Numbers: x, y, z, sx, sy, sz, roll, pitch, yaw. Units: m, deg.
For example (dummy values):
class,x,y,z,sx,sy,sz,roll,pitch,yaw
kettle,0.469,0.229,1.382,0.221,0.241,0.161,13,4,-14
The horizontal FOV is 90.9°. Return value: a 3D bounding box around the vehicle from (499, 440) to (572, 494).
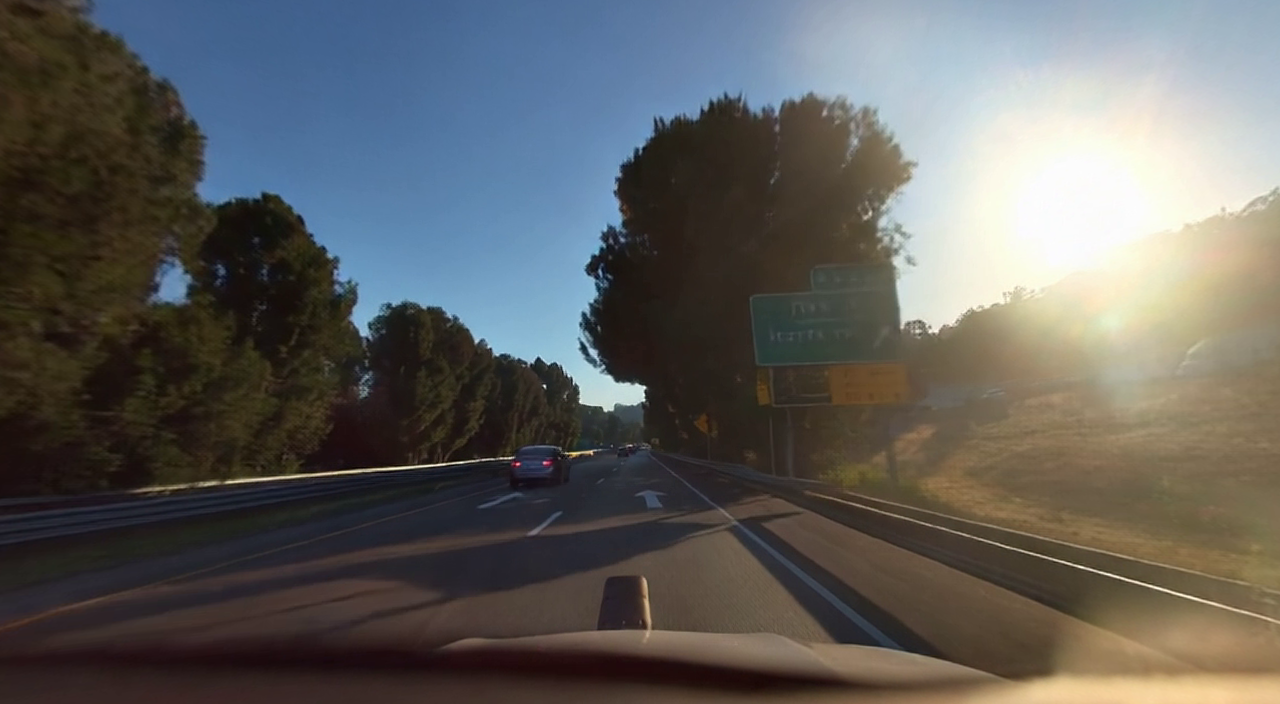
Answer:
class,x,y,z,sx,sy,sz,roll,pitch,yaw
vehicle,-3.222,3.619,20.136,1.675,1.537,3.574,0,-9,1
